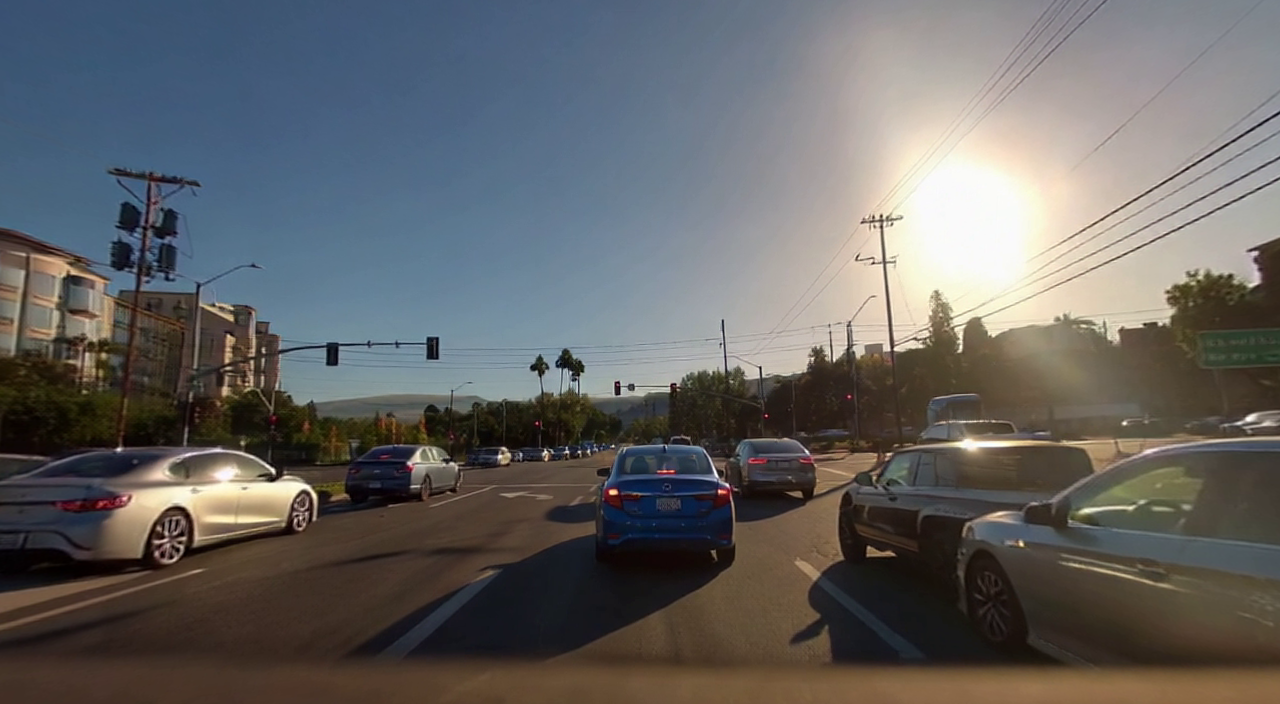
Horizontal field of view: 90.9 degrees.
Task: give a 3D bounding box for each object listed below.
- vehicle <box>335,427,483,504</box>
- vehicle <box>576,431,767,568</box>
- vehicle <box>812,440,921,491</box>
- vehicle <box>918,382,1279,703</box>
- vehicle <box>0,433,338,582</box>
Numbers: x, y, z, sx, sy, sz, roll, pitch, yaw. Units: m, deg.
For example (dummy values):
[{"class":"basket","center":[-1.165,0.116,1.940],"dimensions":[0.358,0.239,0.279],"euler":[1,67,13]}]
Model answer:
[{"class":"vehicle","center":[-6.238,3.108,17.857],"dimensions":[2.070,1.824,5.196],"euler":[-1,-8,2]},{"class":"vehicle","center":[0.328,1.928,9.050],"dimensions":[2.109,1.483,3.964],"euler":[0,-8,-1]},{"class":"vehicle","center":[7.277,3.670,20.811],"dimensions":[1.867,1.459,4.436],"euler":[0,-8,-1]},{"class":"vehicle","center":[3.114,0.961,2.815],"dimensions":[1.870,1.523,4.096],"euler":[0,-8,0]},{"class":"vehicle","center":[-6.406,1.934,8.840],"dimensions":[1.955,1.497,4.639],"euler":[-1,-8,1]}]
